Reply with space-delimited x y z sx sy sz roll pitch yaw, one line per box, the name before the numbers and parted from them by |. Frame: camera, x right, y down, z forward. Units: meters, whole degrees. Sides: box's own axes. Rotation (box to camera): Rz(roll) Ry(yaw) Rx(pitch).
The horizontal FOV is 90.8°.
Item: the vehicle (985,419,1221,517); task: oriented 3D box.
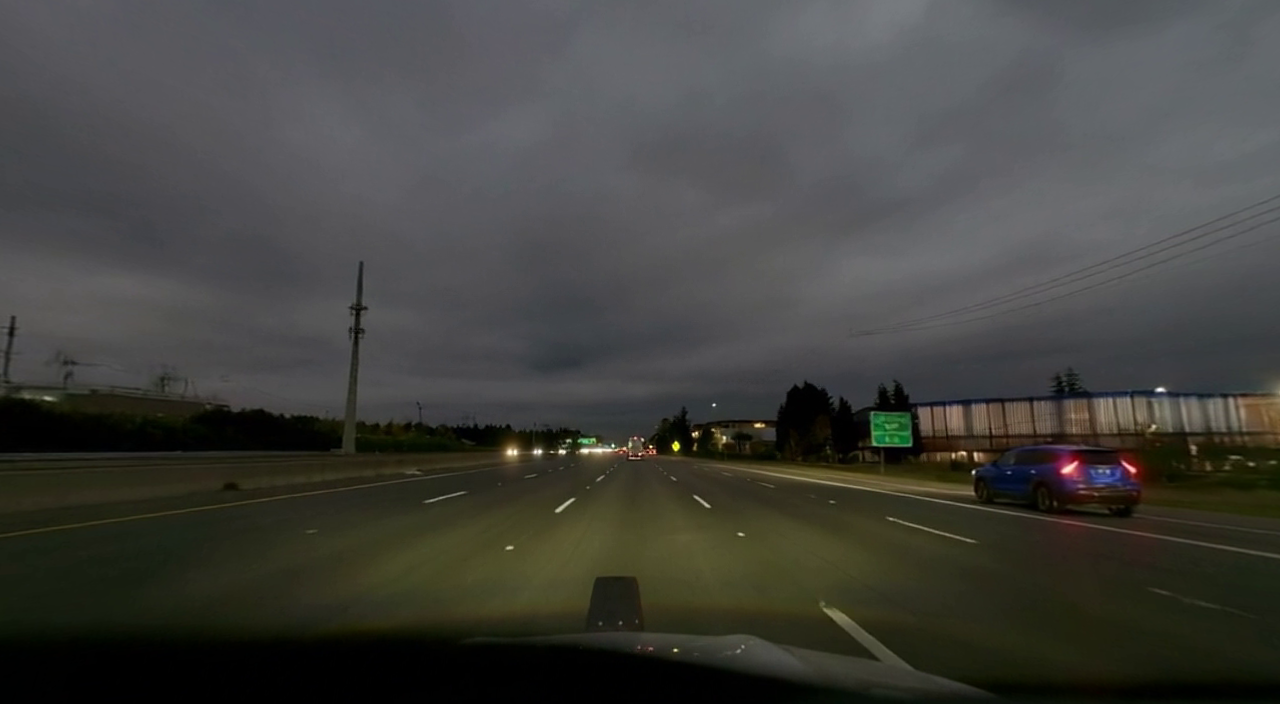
vehicle | 12.625 3.202 17.886 2.411 2.326 5.300 0 -9 -3
